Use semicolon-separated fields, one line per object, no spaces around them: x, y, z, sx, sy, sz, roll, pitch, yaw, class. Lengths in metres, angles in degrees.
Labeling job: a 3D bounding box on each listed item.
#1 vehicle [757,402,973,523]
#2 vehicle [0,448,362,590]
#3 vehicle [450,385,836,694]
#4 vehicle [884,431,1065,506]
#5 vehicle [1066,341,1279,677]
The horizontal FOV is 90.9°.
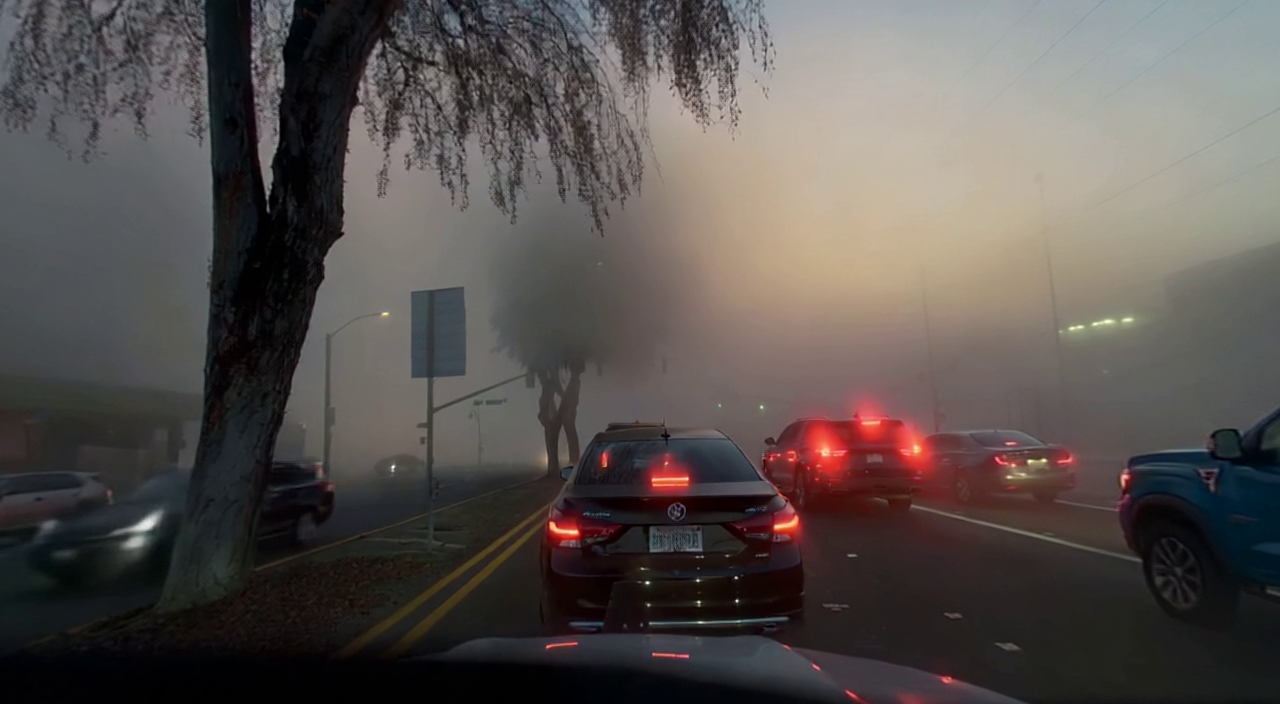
4.176;2.202;13.109;2.319;1.930;5.651;0;-8;-1;vehicle
-6.153;2.175;9.161;2.157;1.492;4.411;-1;-8;1;vehicle
-0.015;1.315;5.531;2.116;1.677;3.948;0;-8;-1;vehicle
7.603;2.678;14.955;1.856;1.487;4.454;0;-8;0;vehicle
4.458;0.746;2.738;2.019;1.803;4.634;-1;-8;1;vehicle
